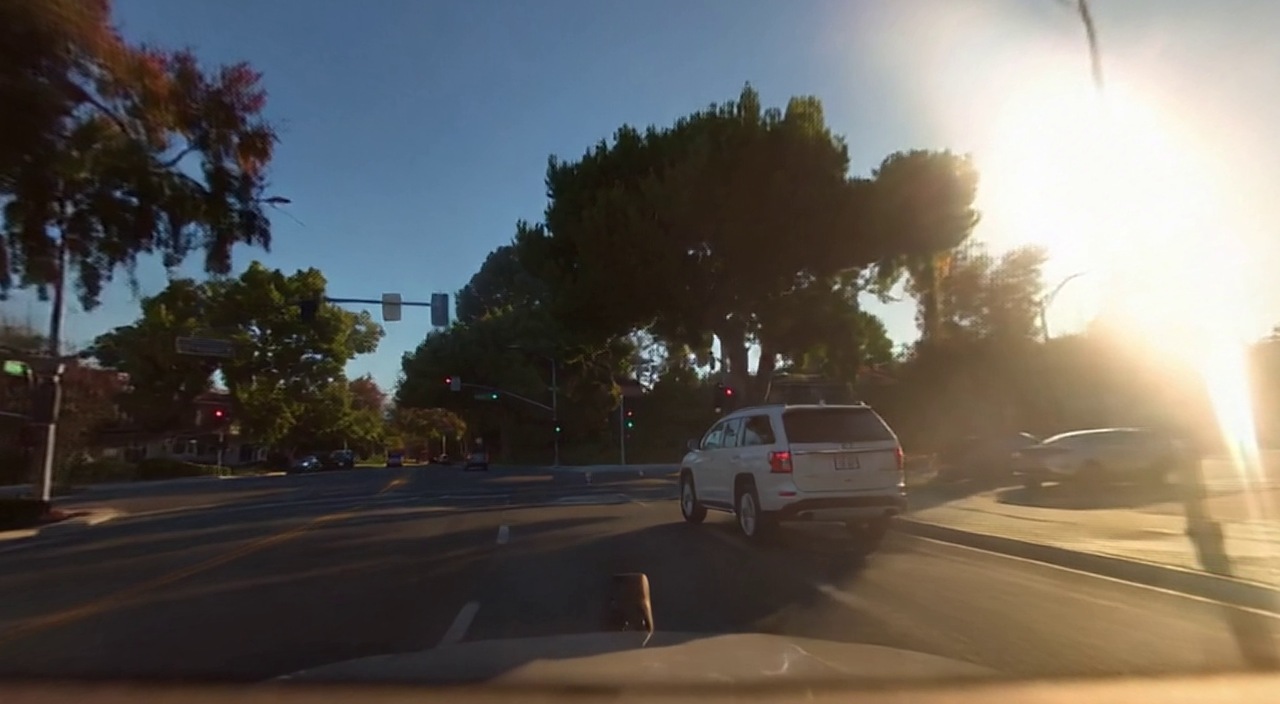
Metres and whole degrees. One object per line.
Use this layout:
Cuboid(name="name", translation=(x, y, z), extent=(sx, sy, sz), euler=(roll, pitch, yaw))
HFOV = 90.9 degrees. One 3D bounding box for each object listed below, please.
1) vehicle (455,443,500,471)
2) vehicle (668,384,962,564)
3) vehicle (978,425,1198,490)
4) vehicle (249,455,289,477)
Cuboid(name="vehicle", translation=(-10.798, 6.873, 41.686), extent=(2.138, 1.729, 4.178), euler=(4, -9, -24))
Cuboid(name="vehicle", translation=(2.250, 1.841, 10.314), extent=(2.338, 2.063, 5.592), euler=(1, -9, -11))
Cuboid(name="vehicle", translation=(11.414, 2.697, 16.269), extent=(4.169, 1.527, 2.053), euler=(0, -9, -6))
Cuboid(name="vehicle", translation=(-28.788, 8.821, 49.017), extent=(1.955, 1.509, 4.640), euler=(0, -8, -21))
